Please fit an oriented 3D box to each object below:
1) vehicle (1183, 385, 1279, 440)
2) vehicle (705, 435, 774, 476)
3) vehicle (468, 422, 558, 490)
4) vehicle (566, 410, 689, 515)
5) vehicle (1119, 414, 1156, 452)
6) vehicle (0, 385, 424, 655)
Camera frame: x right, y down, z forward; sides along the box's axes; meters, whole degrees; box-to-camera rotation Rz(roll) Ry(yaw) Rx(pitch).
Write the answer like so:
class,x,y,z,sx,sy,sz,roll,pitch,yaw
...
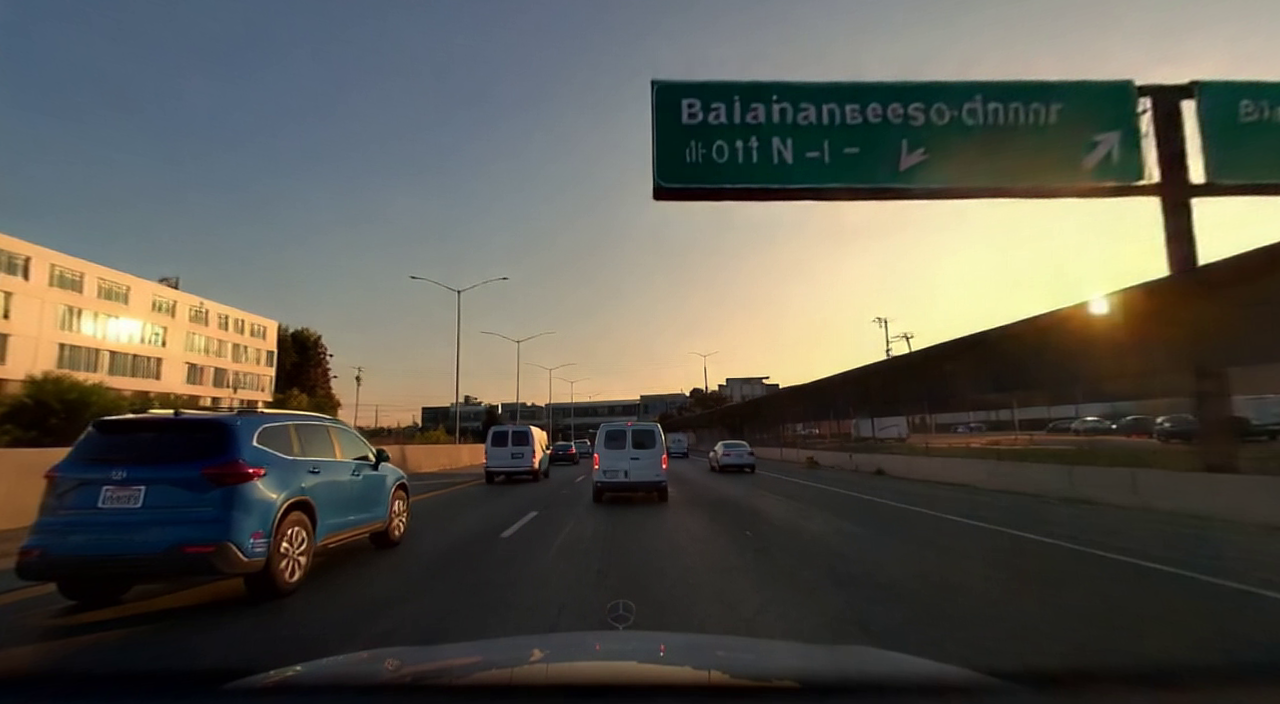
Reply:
class,x,y,z,sx,sy,sz,roll,pitch,yaw
vehicle,36.275,3.759,37.939,2.528,3.094,4.804,-1,-8,1
vehicle,3.928,4.159,25.489,1.999,1.494,3.833,0,-8,-2
vehicle,-3.959,3.306,20.396,2.038,1.936,4.300,0,-8,-1
vehicle,-0.292,2.370,14.004,2.304,1.925,4.282,0,-8,-1
vehicle,30.778,5.023,38.994,1.480,2.238,1.864,-6,-10,34
vehicle,-3.866,1.376,6.252,1.972,1.703,4.333,0,-8,-1
